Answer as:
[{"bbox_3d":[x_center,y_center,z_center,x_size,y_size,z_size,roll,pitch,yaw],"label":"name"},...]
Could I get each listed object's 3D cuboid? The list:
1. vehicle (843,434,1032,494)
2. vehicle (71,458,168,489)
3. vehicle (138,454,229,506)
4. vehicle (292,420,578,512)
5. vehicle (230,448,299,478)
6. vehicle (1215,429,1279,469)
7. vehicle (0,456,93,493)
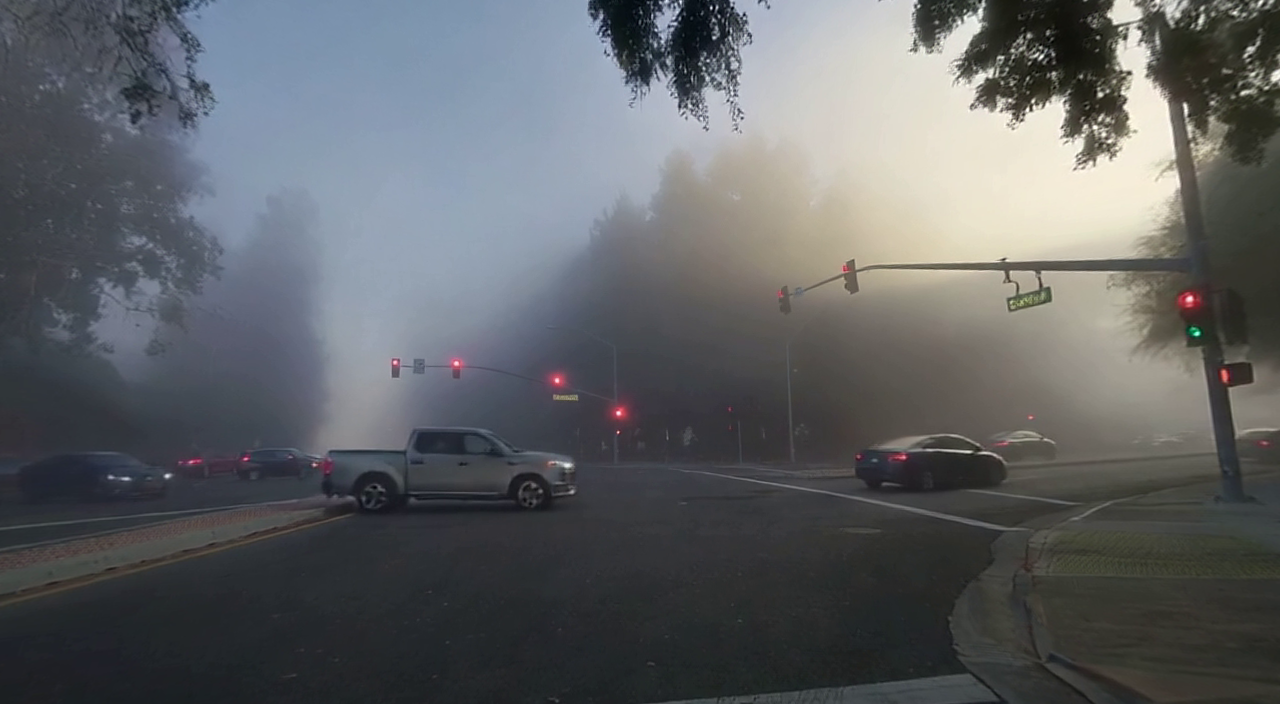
[{"bbox_3d":[8.283,3.073,17.641,4.728,1.471,1.957,3,-9,-21],"label":"vehicle"},{"bbox_3d":[-28.373,6.617,34.635,1.965,1.448,4.553,1,-9,-9],"label":"vehicle"},{"bbox_3d":[-15.256,4.164,21.000,1.999,1.468,4.702,7,-11,-39],"label":"vehicle"},{"bbox_3d":[-4.597,2.639,14.873,5.896,1.937,2.358,-1,-9,6],"label":"vehicle"},{"bbox_3d":[-26.317,7.762,44.483,2.213,1.956,5.254,1,-9,-8],"label":"vehicle"},{"bbox_3d":[27.303,4.229,27.696,4.281,1.621,1.903,5,-10,-33],"label":"vehicle"},{"bbox_3d":[-31.180,6.262,32.642,2.142,1.723,4.692,1,-9,-9],"label":"vehicle"}]
